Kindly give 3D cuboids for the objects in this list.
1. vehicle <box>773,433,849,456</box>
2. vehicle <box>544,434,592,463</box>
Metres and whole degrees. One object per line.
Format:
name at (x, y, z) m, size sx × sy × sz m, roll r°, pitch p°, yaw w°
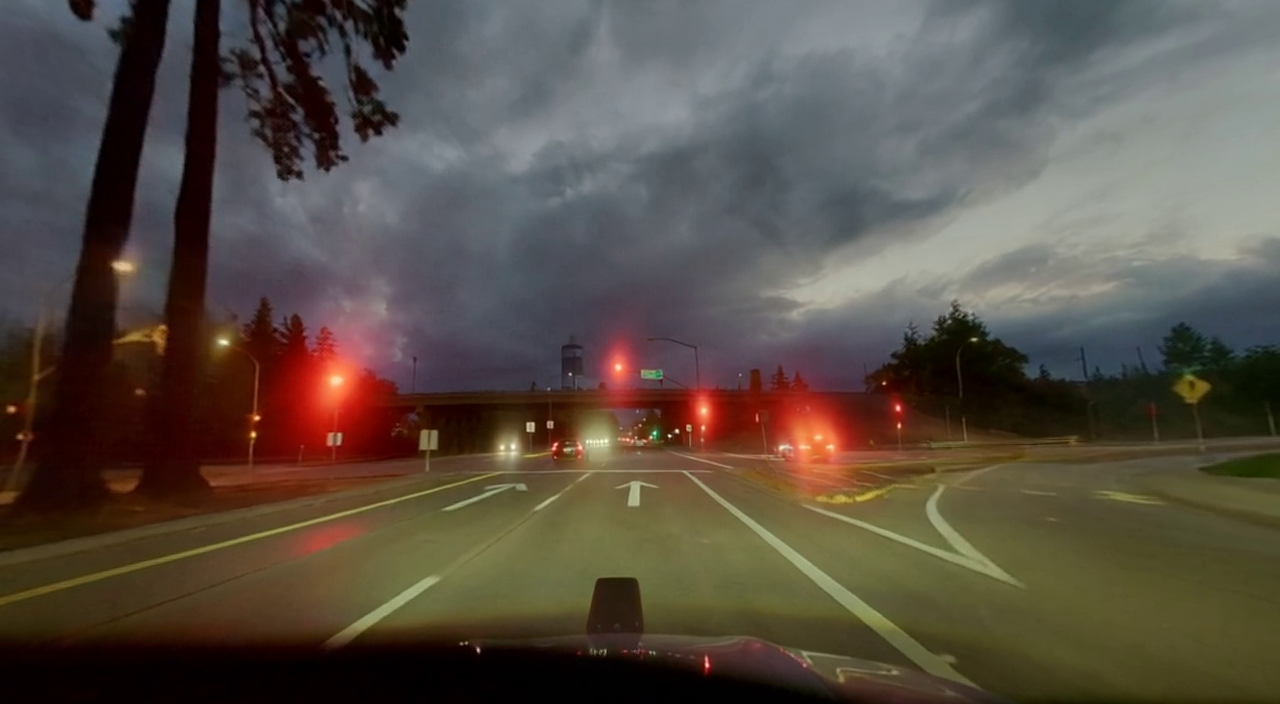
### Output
vehicle at (11.720, 6.365, 43.478) m, size 4.691 × 1.466 × 1.800 m, roll 1°, pitch -9°, yaw -6°
vehicle at (-3.856, 5.306, 34.634) m, size 2.082 × 1.472 × 4.310 m, roll 0°, pitch -9°, yaw 0°
